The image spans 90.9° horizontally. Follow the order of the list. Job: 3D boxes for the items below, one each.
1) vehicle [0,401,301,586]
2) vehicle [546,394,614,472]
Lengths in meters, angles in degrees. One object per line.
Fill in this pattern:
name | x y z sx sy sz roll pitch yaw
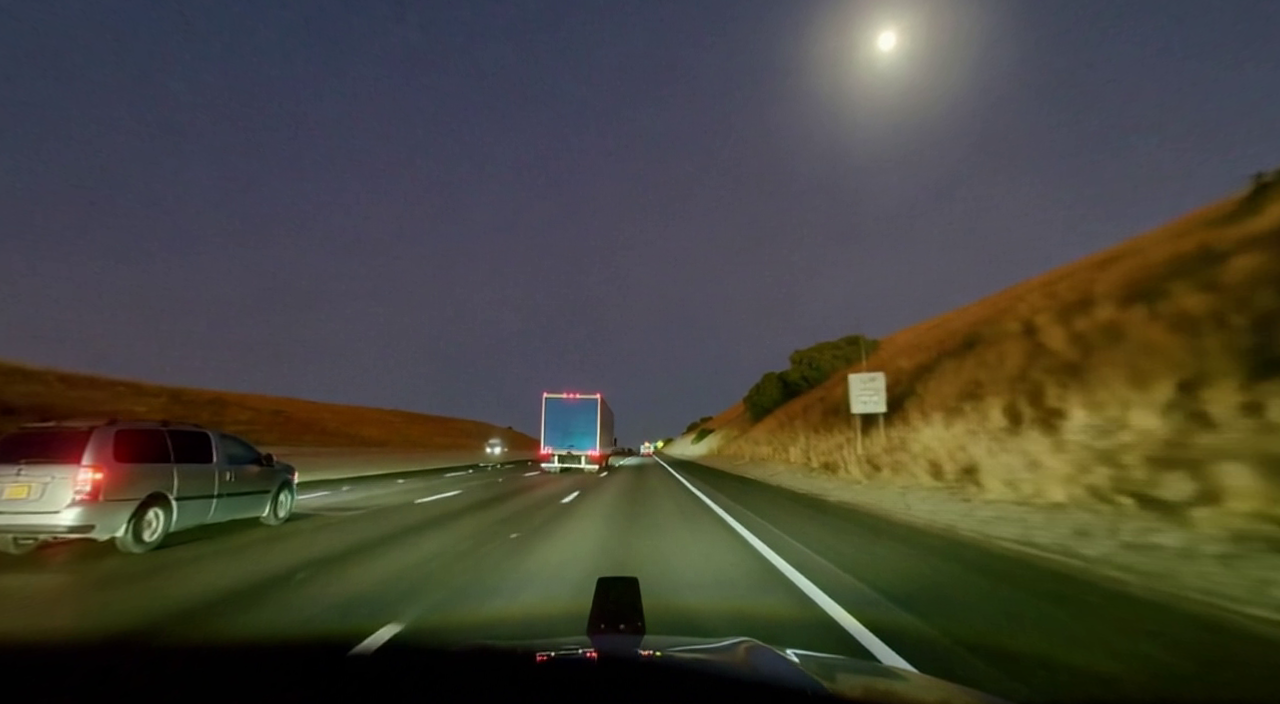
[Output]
vehicle | -7.437 1.809 9.066 2.175 1.860 5.236 0 -8 0
vehicle | -3.456 5.363 40.722 2.893 4.073 15.281 0 -8 0
